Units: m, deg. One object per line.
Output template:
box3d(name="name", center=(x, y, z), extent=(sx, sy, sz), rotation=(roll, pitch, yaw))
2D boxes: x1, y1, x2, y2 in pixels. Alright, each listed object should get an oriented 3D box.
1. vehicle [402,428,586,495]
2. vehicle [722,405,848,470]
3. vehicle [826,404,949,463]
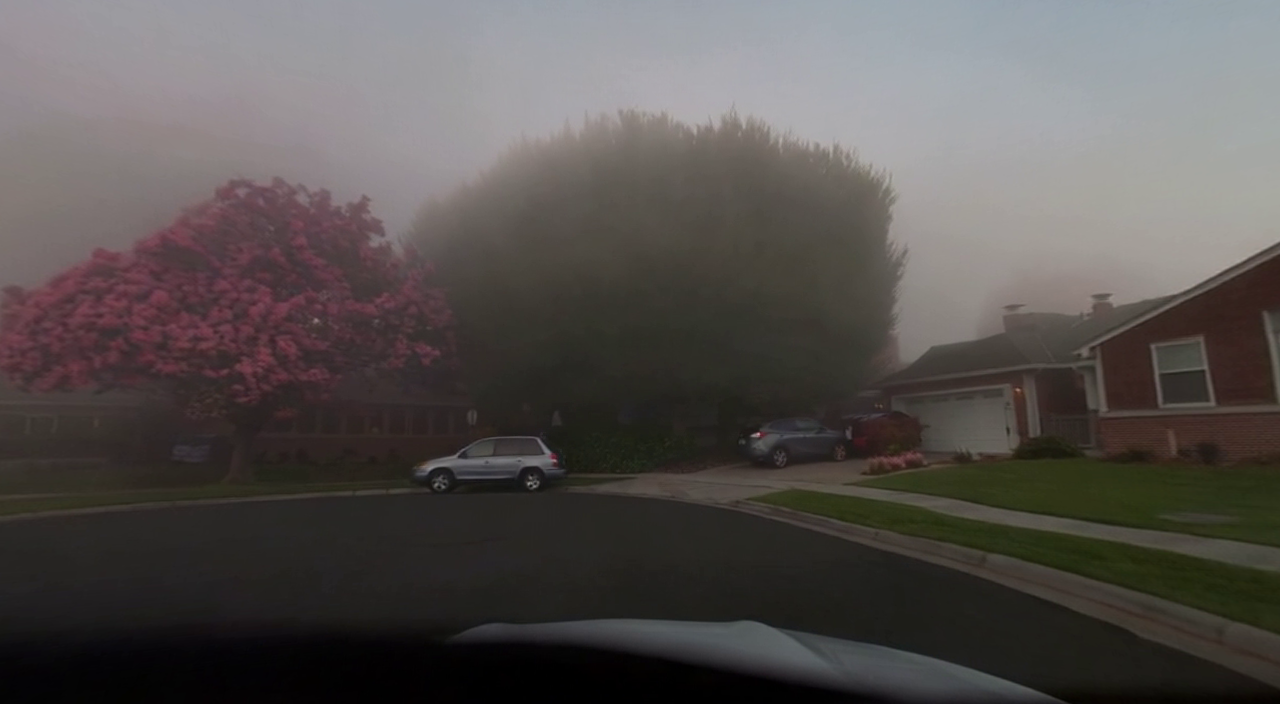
box3d(name="vehicle", center=(-4.260, 3.224, 18.856), extent=(4.815, 1.827, 2.147), rotation=(-1, -9, 10))
box3d(name="vehicle", center=(5.135, 2.922, 22.016), extent=(2.310, 1.701, 4.280), rotation=(-9, -5, 42))
box3d(name="vehicle", center=(8.454, 2.785, 21.426), extent=(4.495, 1.773, 2.152), rotation=(8, -11, -44))
